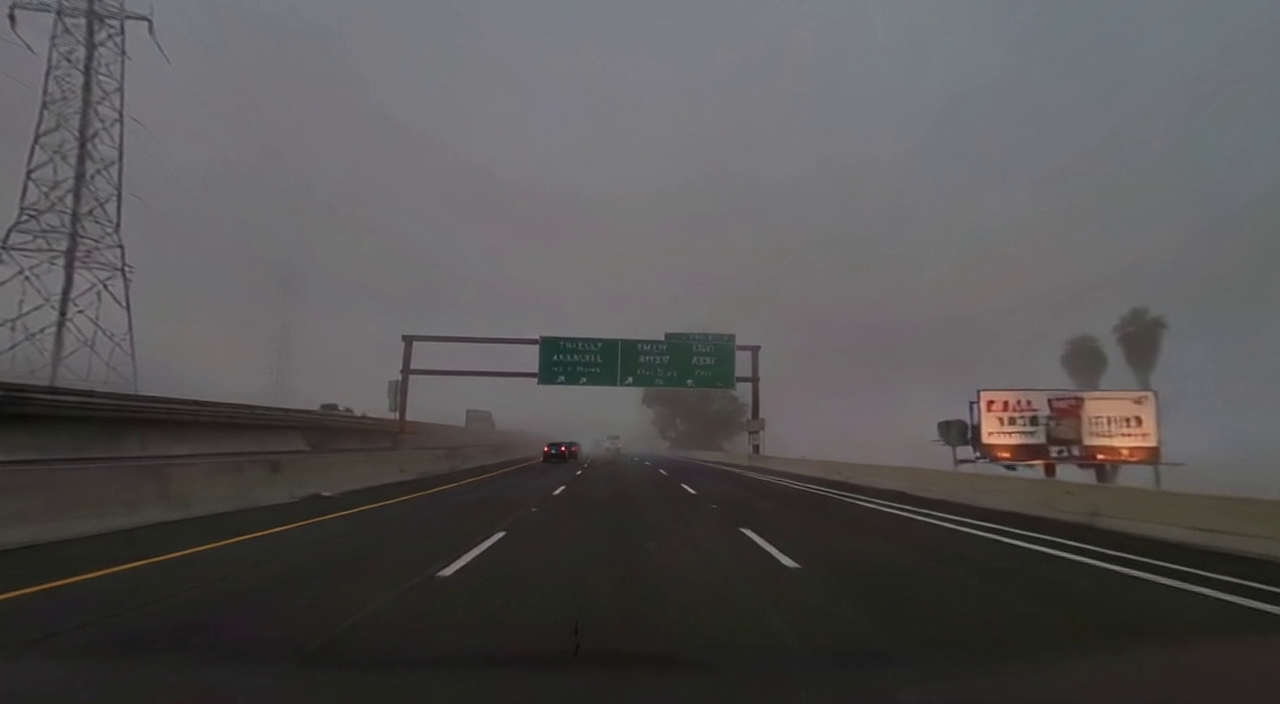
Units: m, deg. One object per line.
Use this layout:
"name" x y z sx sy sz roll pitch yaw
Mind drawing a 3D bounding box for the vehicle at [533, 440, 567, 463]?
"vehicle" -6.113 6.792 43.391 1.921 1.420 4.078 0 -8 -3
